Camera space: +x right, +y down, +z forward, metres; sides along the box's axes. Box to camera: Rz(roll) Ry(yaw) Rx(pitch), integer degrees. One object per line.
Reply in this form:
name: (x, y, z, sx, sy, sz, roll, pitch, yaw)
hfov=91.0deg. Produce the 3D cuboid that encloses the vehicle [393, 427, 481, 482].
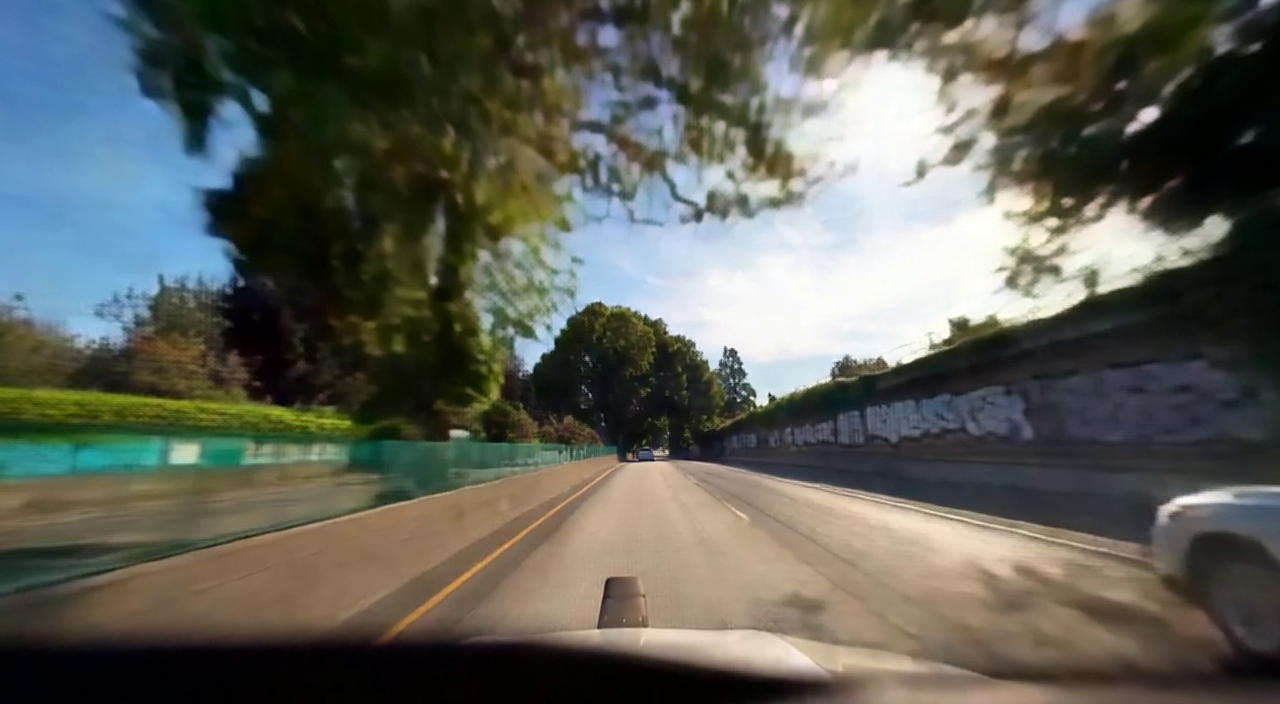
vehicle: (-11.378, 5.800, 36.026, 2.663, 2.819, 6.467, -1, -9, 2)
